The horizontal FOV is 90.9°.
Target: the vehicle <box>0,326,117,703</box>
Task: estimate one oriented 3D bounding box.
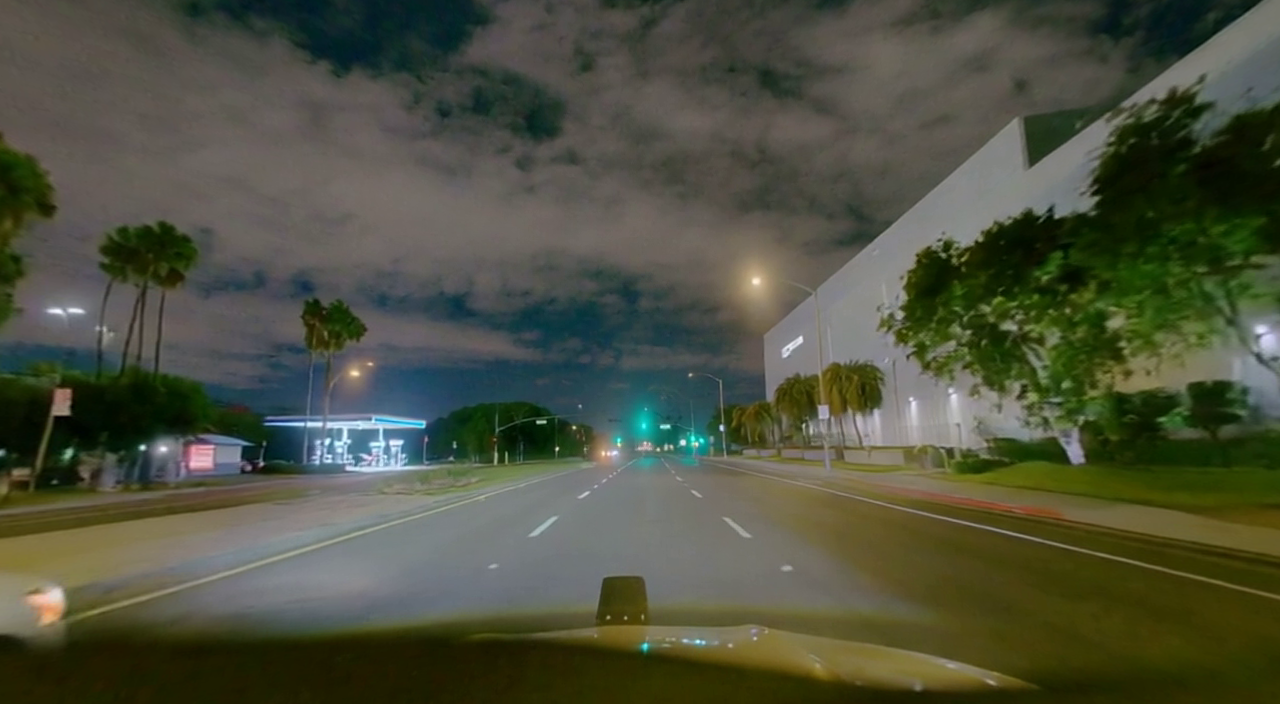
[{"bbox_3d":[-3.345,0.524,0.466,2.011,1.756,4.478,-1,-9,0],"label":"vehicle"}]
